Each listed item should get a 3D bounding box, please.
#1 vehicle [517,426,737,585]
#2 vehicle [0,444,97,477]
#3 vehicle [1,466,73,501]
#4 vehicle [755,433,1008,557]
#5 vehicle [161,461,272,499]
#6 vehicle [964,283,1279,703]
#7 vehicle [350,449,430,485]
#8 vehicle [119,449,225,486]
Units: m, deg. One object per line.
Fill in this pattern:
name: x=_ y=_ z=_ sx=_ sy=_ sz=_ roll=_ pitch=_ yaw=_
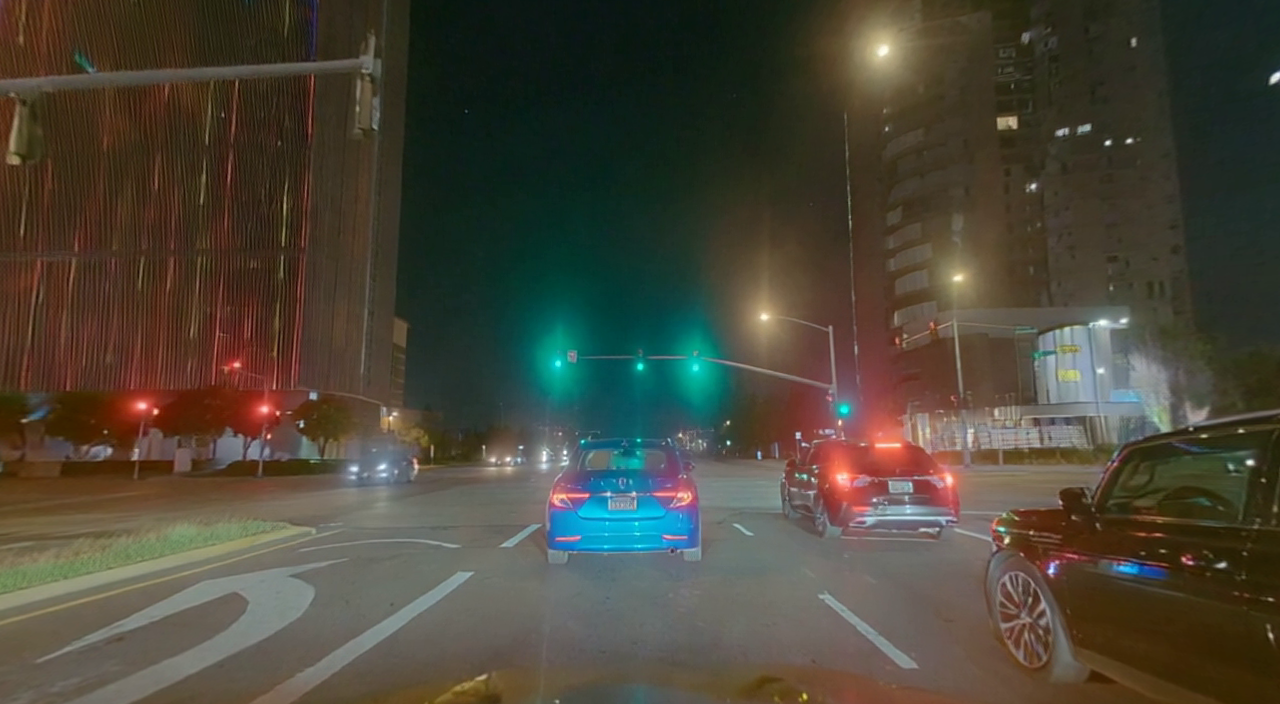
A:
vehicle: x=-0.137 y=1.762 z=8.049 sx=2.095 sy=1.502 sz=3.873 roll=0 pitch=-8 yaw=0
vehicle: x=-35.731 y=6.440 z=37.534 sx=2.145 sy=1.797 sz=5.198 roll=-1 pitch=-9 yaw=1
vehicle: x=-27.990 y=6.080 z=29.457 sx=1.972 sy=1.433 sz=4.324 roll=8 pitch=-12 yaw=-39
vehicle: x=3.222 y=1.998 z=9.609 sx=2.009 sy=1.414 sz=4.416 roll=0 pitch=-8 yaw=-2
vehicle: x=-19.067 y=5.764 z=28.707 sx=1.942 sy=1.453 sz=4.448 roll=0 pitch=-9 yaw=0
vehicle: x=3.007 y=0.630 z=1.589 sx=2.047 sy=1.785 sz=4.357 roll=0 pitch=-8 yaw=0
vehicle: x=-11.638 y=5.349 z=29.799 sx=1.887 sy=1.516 sz=4.524 roll=0 pitch=-8 yaw=1
vehicle: x=-27.470 y=6.757 z=37.366 sx=2.300 sy=1.932 sz=5.056 roll=-1 pitch=-8 yaw=2
